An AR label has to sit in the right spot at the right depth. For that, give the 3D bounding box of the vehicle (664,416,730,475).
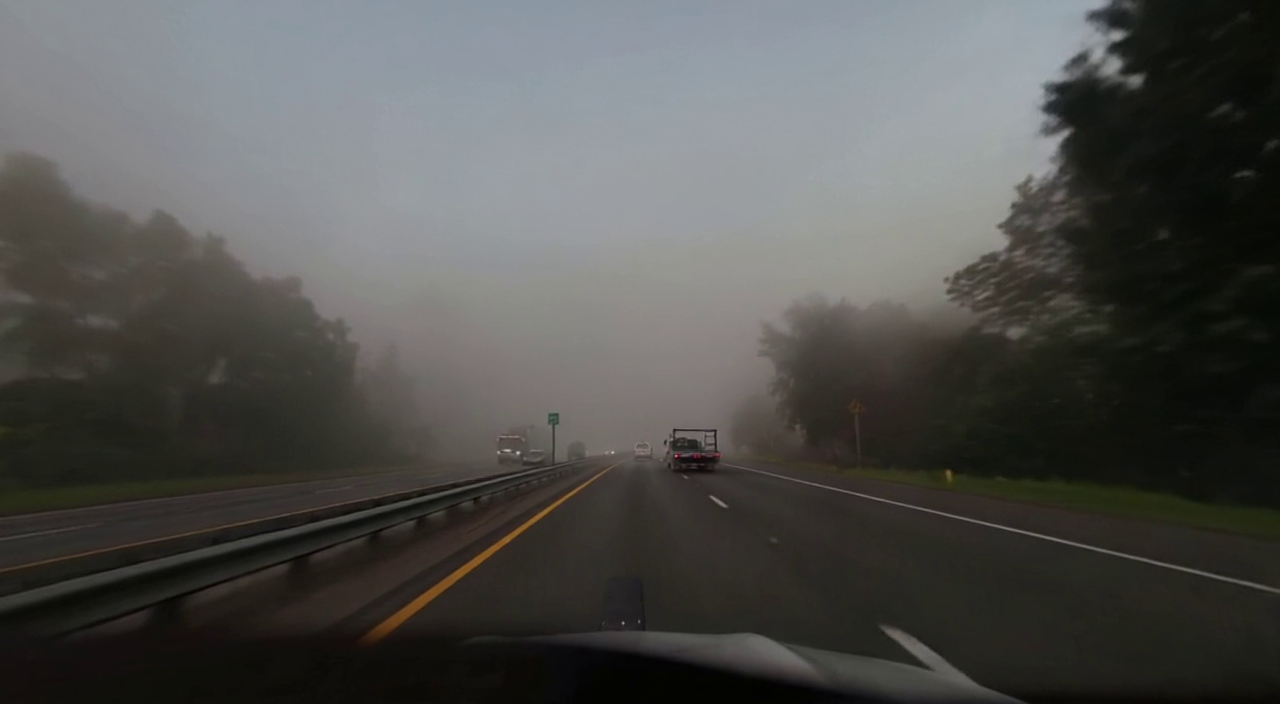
[{"bbox_3d":[2.578,4.441,29.957,2.423,2.517,5.055,0,-9,-3],"label":"vehicle"}]
